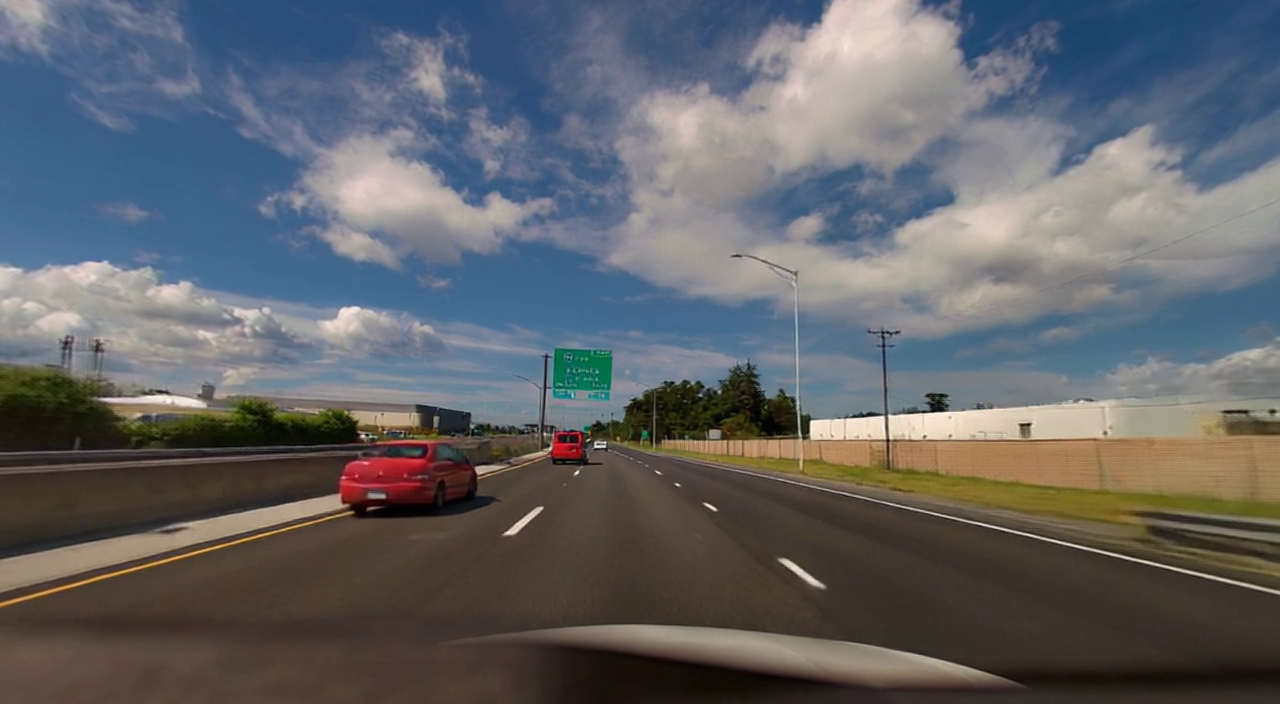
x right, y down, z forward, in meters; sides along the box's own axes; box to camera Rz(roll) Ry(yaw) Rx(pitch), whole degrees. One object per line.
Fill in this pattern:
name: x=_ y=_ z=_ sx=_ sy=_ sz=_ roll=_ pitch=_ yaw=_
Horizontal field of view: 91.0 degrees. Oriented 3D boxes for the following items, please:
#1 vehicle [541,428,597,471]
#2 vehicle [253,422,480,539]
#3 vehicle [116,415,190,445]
vehicle: x=-3.417 y=4.790 z=31.147 sx=2.260 sy=1.901 sz=4.665 roll=-1 pitch=-8 yaw=-1
vehicle: x=-4.247 y=2.045 z=10.670 sx=2.045 sy=1.547 sz=4.162 roll=0 pitch=-8 yaw=-1
vehicle: x=-37.845 y=6.036 z=49.046 sx=2.103 sy=2.009 sz=4.997 roll=6 pitch=-7 yaw=-7
